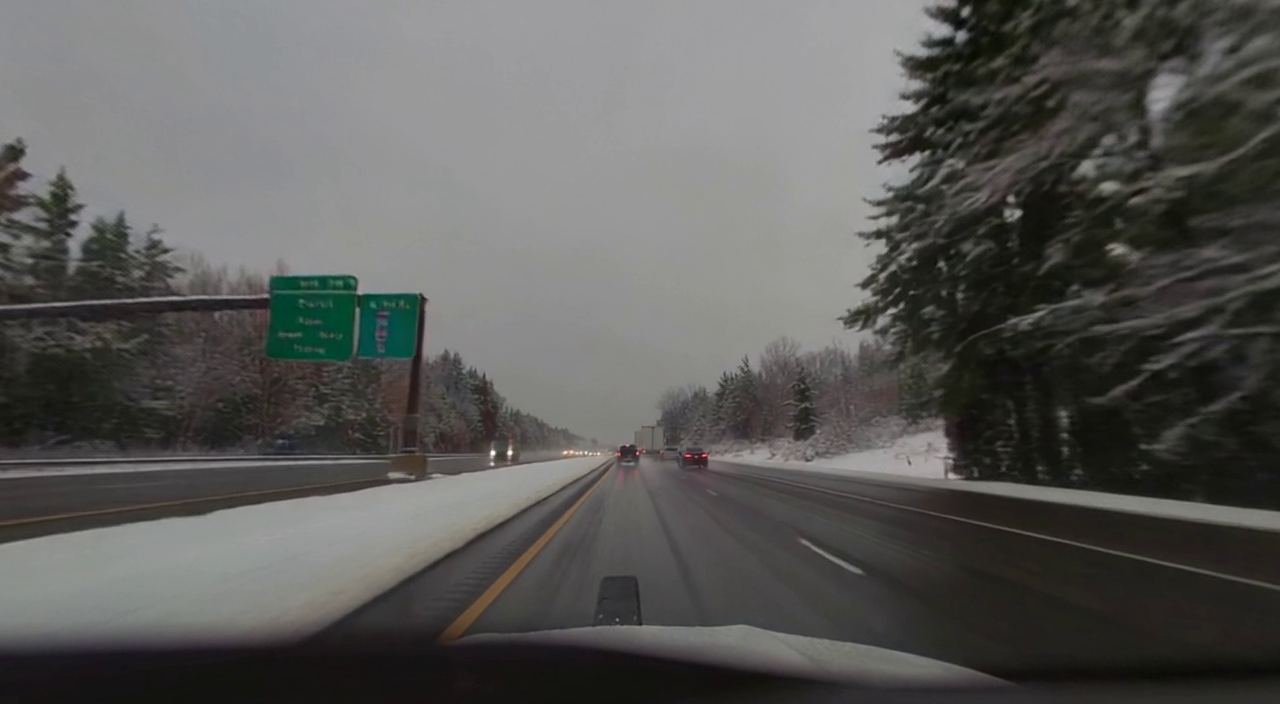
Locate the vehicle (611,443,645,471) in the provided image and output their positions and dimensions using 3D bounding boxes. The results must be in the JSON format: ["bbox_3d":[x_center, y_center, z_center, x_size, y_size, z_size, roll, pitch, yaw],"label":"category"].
[{"bbox_3d":[-0.805,6.981,41.804,2.151,1.693,4.201,0,-9,-2],"label":"vehicle"}]

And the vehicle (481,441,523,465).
[{"bbox_3d":[-9.215,6.770,42.169,1.898,1.521,4.308,0,-9,-1],"label":"vehicle"}]

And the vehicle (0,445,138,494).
[{"bbox_3d":[-44.915,9.032,49.360,2.868,3.423,9.459,0,-8,-1],"label":"vehicle"}]

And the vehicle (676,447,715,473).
[{"bbox_3d":[3.412,6.683,39.005,1.968,1.513,3.911,0,-9,-1],"label":"vehicle"}]
